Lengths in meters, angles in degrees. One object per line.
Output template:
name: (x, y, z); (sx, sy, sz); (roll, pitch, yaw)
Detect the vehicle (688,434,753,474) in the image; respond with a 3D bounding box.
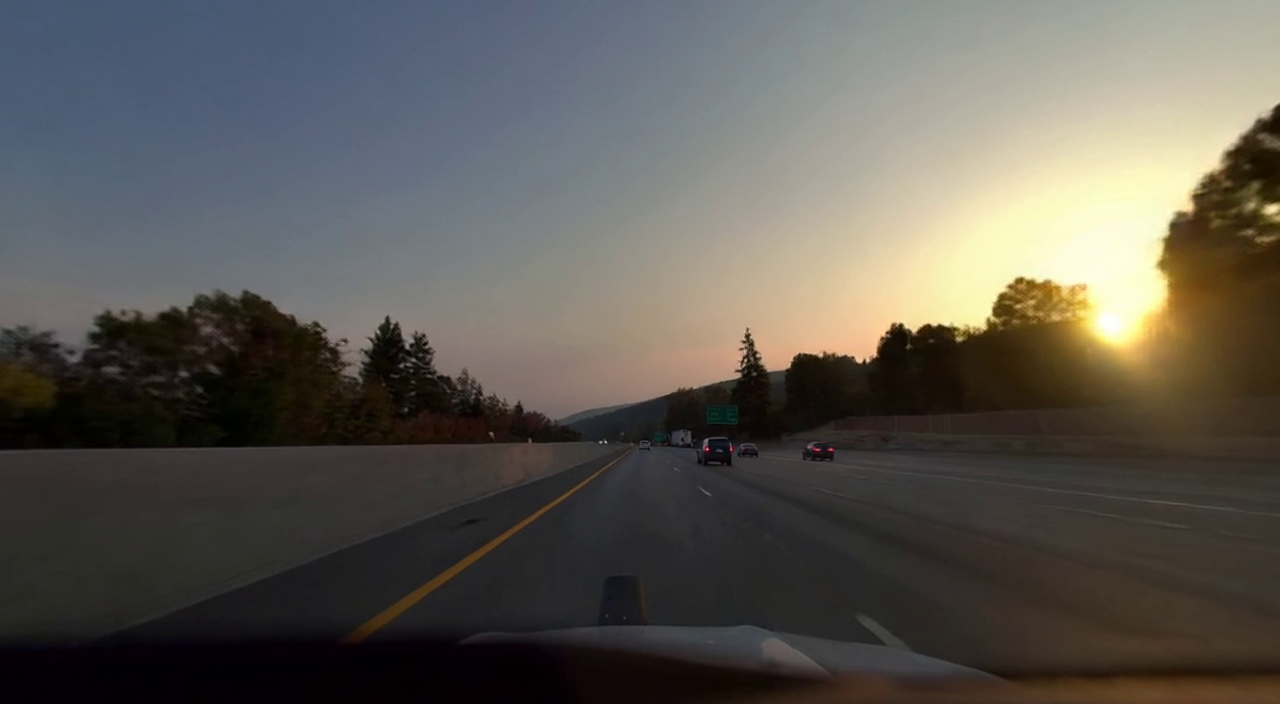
vehicle: (3.478, 4.545, 28.190); (2.326, 1.644, 4.206); (0, -8, -1)

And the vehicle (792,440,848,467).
vehicle: (10.401, 5.892, 36.791); (1.970, 1.479, 4.480); (0, -8, 0)
